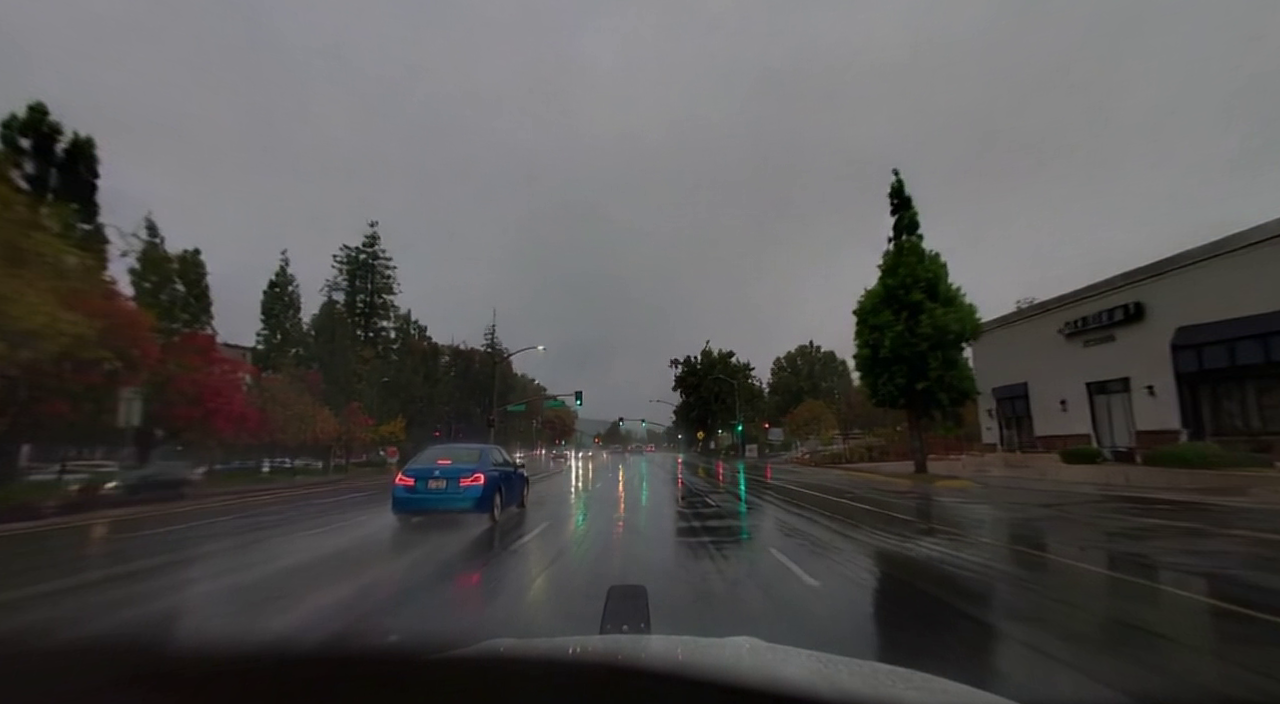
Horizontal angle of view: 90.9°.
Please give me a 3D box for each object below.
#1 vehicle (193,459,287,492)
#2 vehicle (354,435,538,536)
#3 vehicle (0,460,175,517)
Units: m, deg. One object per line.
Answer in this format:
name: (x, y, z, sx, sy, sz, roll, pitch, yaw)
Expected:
vehicle: (-21.108, 6.514, 33.563, 1.842, 1.507, 4.846, 0, -9, 0)
vehicle: (-3.246, 2.328, 11.627, 1.924, 1.480, 4.421, 0, -9, 1)
vehicle: (-17.339, 4.219, 19.940, 1.826, 1.490, 4.407, 0, -9, 1)
